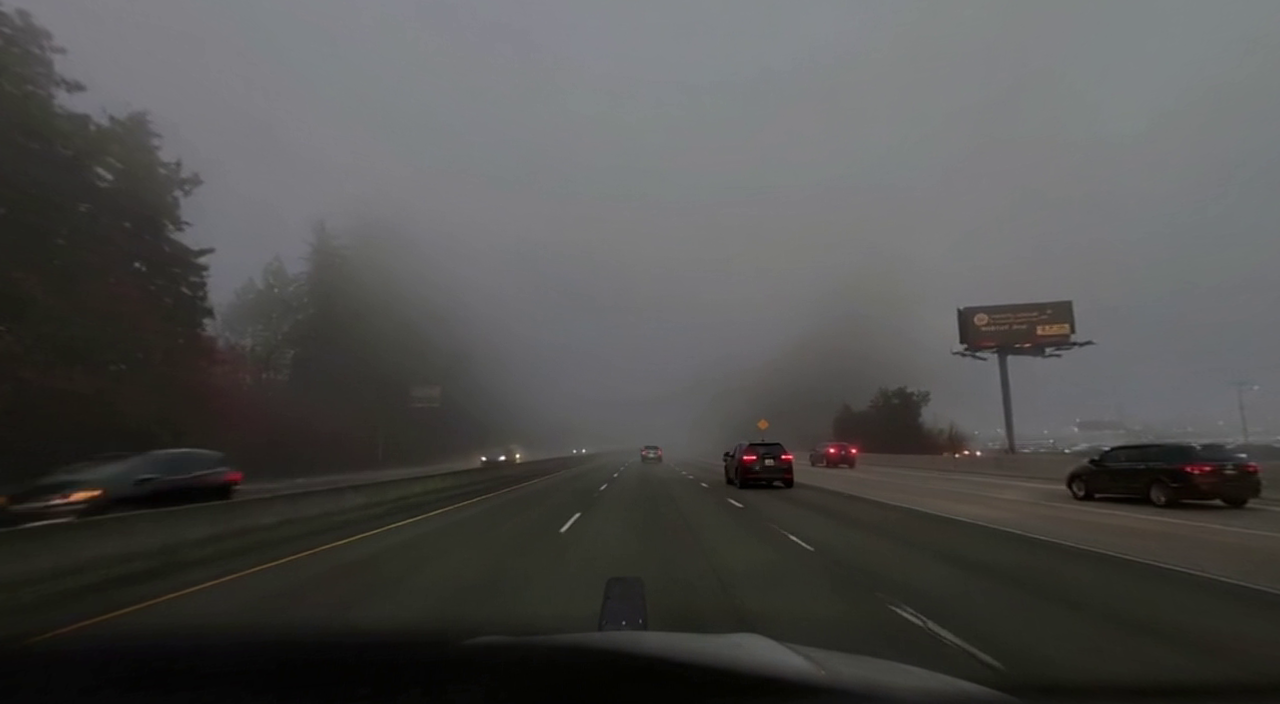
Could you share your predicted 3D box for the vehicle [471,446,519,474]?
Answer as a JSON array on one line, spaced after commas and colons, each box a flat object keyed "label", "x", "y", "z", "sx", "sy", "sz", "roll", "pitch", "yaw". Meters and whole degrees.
[{"label": "vehicle", "x": -9.653, "y": 7.239, "z": 42.446, "sx": 2.075, "sy": 1.703, "sz": 4.506, "roll": -1, "pitch": -8, "yaw": 1}]

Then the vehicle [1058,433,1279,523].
[{"label": "vehicle", "x": 11.520, "y": 2.527, "z": 13.357, "sx": 1.941, "sy": 1.539, "sz": 4.834, "roll": 0, "pitch": -8, "yaw": -1}]

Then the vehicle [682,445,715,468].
[{"label": "vehicle", "x": 4.175, "y": 7.486, "z": 45.473, "sx": 1.902, "sy": 1.532, "sz": 4.181, "roll": 0, "pitch": -8, "yaw": -1}]

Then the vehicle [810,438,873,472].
[{"label": "vehicle", "x": 11.395, "y": 5.839, "z": 36.032, "sx": 2.028, "sy": 1.801, "sz": 4.503, "roll": 0, "pitch": -8, "yaw": -1}]

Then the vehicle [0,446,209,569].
[{"label": "vehicle", "x": -10.129, "y": 2.521, "z": 10.970, "sx": 2.065, "sy": 1.709, "sz": 4.466, "roll": -1, "pitch": -8, "yaw": 1}]

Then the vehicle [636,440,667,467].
[{"label": "vehicle", "x": 0.809, "y": 7.354, "z": 45.768, "sx": 2.145, "sy": 1.832, "sz": 4.004, "roll": 0, "pitch": -8, "yaw": 0}]

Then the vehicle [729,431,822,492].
[{"label": "vehicle", "x": 4.497, "y": 3.705, "z": 21.793, "sx": 2.075, "sy": 1.845, "sz": 4.667, "roll": 0, "pitch": -8, "yaw": -1}]
